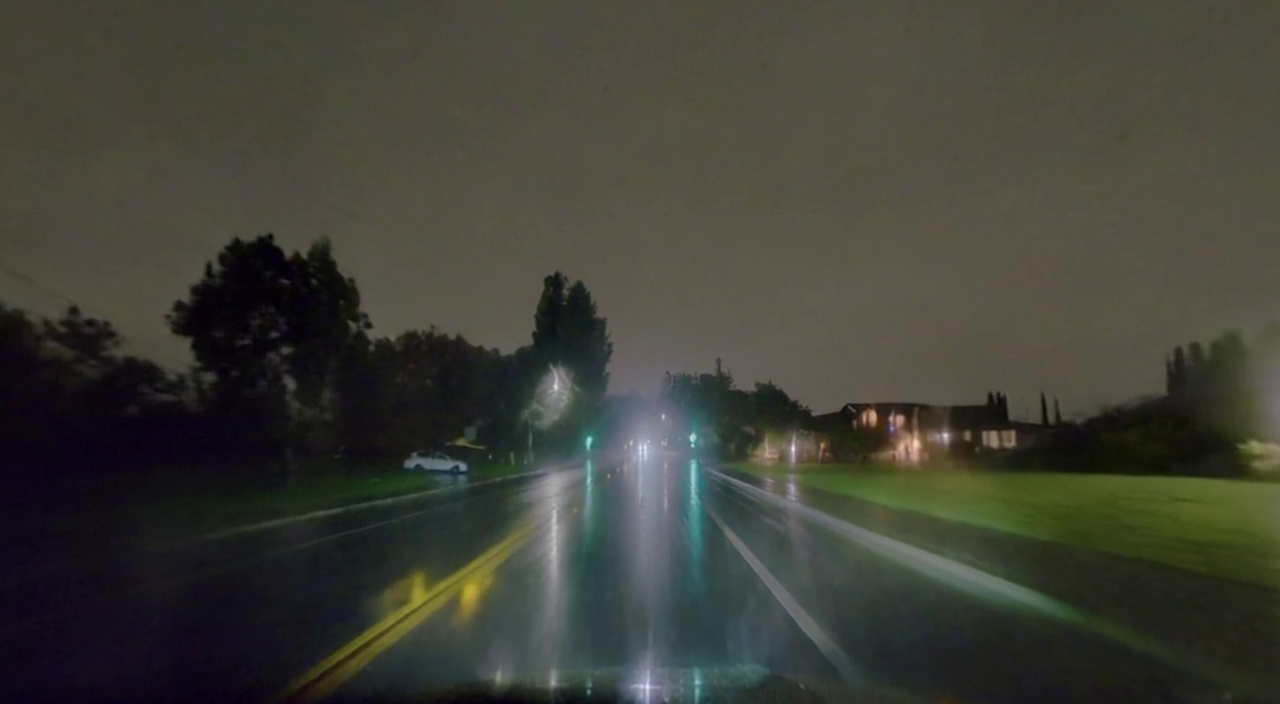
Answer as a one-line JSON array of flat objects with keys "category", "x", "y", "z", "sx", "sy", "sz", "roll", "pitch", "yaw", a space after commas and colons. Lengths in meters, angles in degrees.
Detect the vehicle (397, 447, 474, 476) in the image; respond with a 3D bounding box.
[{"category": "vehicle", "x": -13.246, "y": 7.074, "z": 40.844, "sx": 4.310, "sy": 1.723, "sz": 1.915, "roll": -2, "pitch": -8, "yaw": 14}]
